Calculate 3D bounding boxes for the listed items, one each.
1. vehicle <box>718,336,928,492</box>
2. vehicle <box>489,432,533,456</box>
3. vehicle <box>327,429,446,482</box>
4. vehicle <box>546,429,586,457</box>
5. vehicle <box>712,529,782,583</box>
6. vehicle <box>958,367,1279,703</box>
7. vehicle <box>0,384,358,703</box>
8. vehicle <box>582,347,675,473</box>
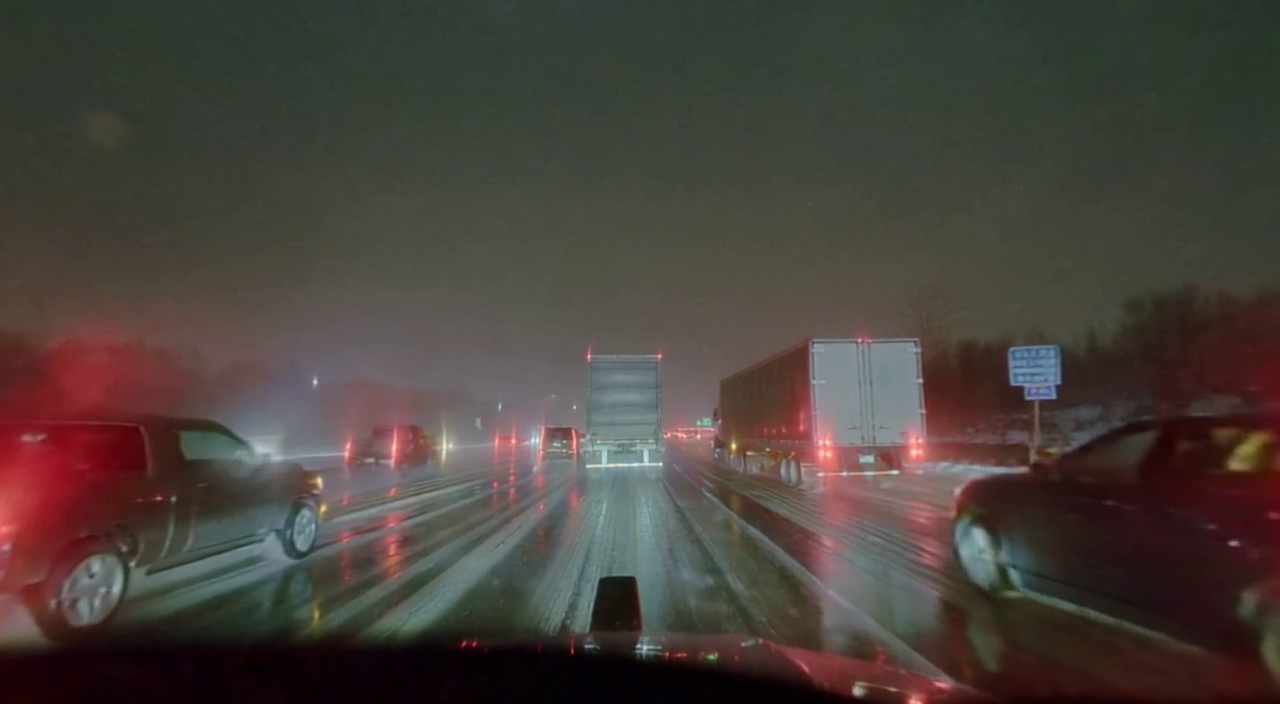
[{"bbox_3d":[5.501,2.502,22.967,2.863,3.936,14.058,0,-8,-3],"label":"vehicle"},{"bbox_3d":[-8.603,6.168,42.246,2.019,1.471,4.347,0,-8,0],"label":"vehicle"},{"bbox_3d":[-7.805,3.203,19.882,1.909,1.479,4.425,0,-8,0],"label":"vehicle"},{"bbox_3d":[-4.540,5.624,39.066,1.986,1.612,4.155,0,-8,0],"label":"vehicle"},{"bbox_3d":[5.092,9.834,30.462,2.835,2.000,2.696,0,-7,-2],"label":"vehicle"},{"bbox_3d":[3.387,0.844,2.563,1.976,1.513,4.065,0,-8,-1],"label":"vehicle"},{"bbox_3d":[-3.868,1.129,4.557,1.882,1.493,3.828,0,-8,-1],"label":"vehicle"},{"bbox_3d":[-0.495,2.486,25.080,2.938,4.033,9.980,0,-8,-2],"label":"vehicle"}]
